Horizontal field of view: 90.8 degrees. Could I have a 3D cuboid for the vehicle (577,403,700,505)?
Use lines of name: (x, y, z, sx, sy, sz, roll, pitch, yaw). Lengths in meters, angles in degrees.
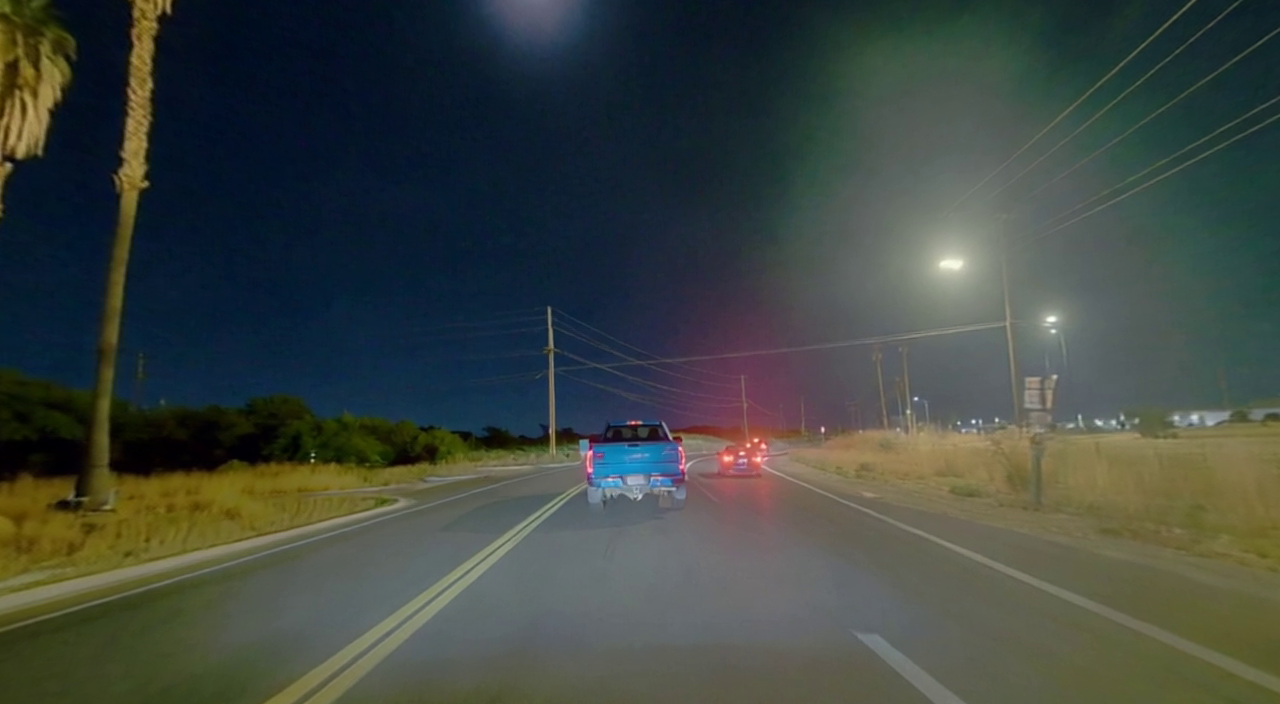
vehicle: (-0.046, 2.675, 16.888, 2.693, 2.223, 5.885, 0, -8, 0)
